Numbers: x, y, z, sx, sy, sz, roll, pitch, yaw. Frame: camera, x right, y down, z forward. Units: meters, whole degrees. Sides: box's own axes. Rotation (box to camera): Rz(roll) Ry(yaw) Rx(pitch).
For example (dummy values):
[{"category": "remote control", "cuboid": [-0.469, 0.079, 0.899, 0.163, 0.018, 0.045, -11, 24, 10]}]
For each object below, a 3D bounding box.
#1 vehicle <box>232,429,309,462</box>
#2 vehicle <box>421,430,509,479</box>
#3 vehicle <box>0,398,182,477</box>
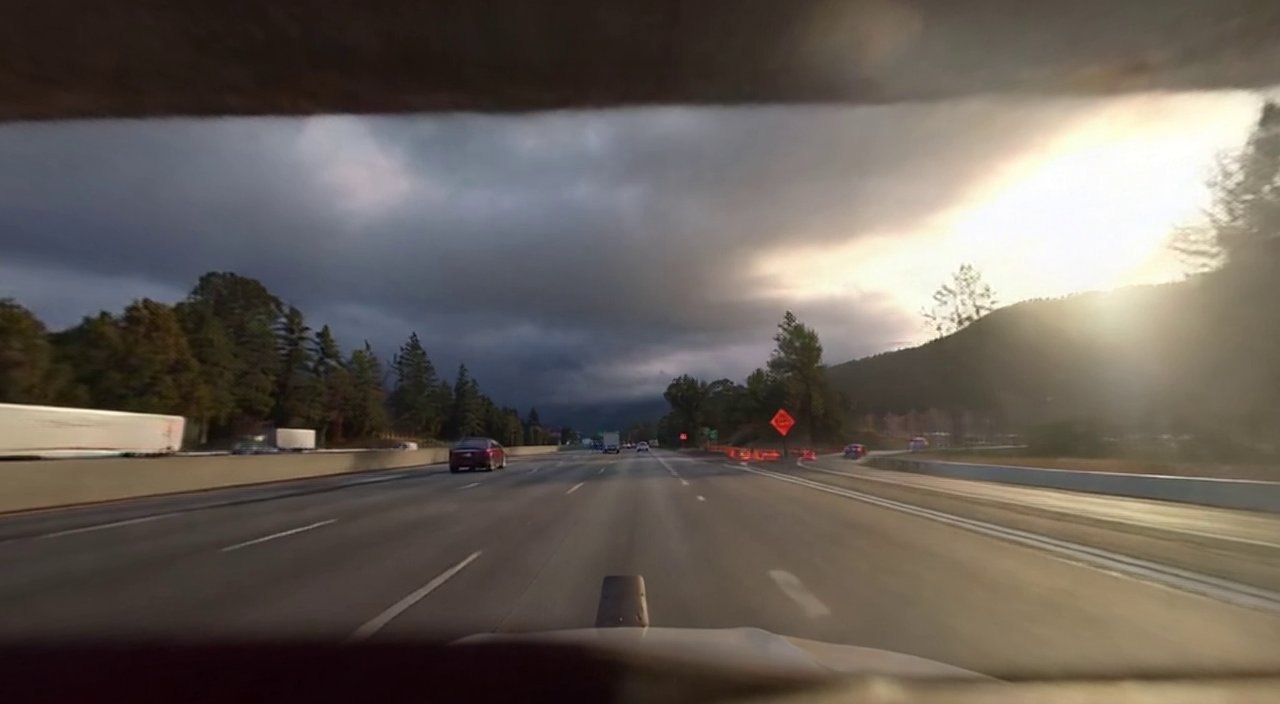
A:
[{"category": "vehicle", "cuboid": [-25.775, 6.542, 44.129, 2.351, 2.192, 4.592, 0, -8, 3]}, {"category": "vehicle", "cuboid": [-6.969, 4.149, 25.687, 2.103, 1.775, 4.966, 0, -8, 0]}, {"category": "vehicle", "cuboid": [-29.970, 4.127, 30.263, 2.884, 3.515, 17.319, 0, -8, 1]}]
